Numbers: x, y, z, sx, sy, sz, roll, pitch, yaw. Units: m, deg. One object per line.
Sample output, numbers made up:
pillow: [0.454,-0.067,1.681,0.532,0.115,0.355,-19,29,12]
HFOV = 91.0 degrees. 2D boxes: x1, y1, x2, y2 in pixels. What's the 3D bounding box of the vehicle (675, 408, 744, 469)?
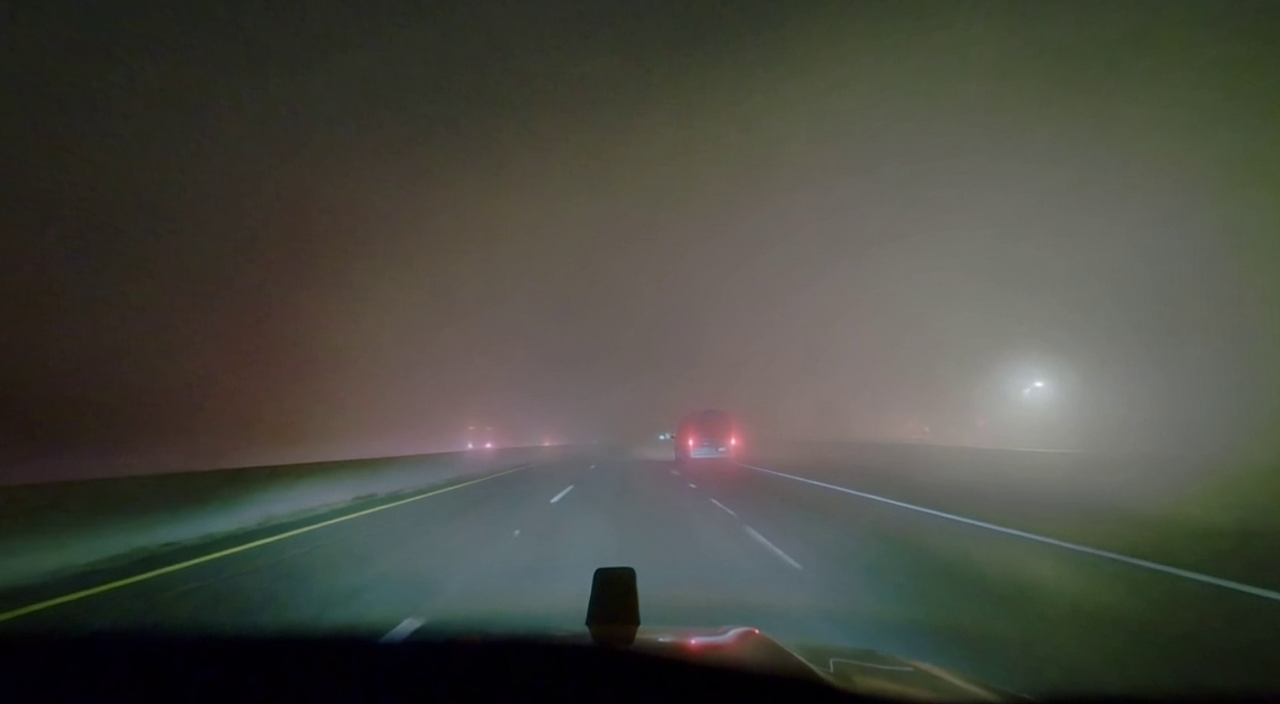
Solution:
vehicle: [3.280,4.316,31.407,2.431,2.667,6.921,0,-8,-2]
